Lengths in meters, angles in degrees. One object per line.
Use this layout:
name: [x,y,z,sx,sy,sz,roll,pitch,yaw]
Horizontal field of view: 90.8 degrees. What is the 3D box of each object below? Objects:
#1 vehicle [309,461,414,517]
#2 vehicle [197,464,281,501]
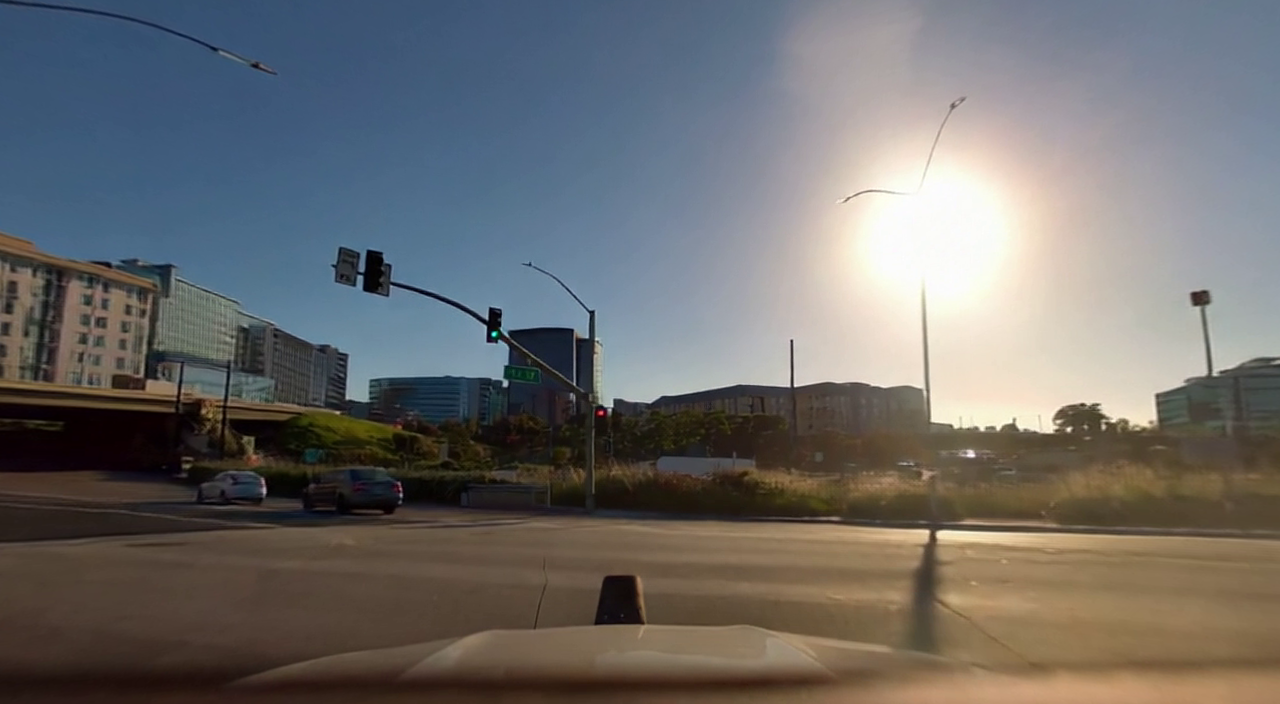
vehicle: [-9.357,4.482,21.073,2.048,1.516,3.874,7,-11,-40]
vehicle: [-19.911,6.417,31.354,3.852,1.605,2.007,-6,-10,33]
